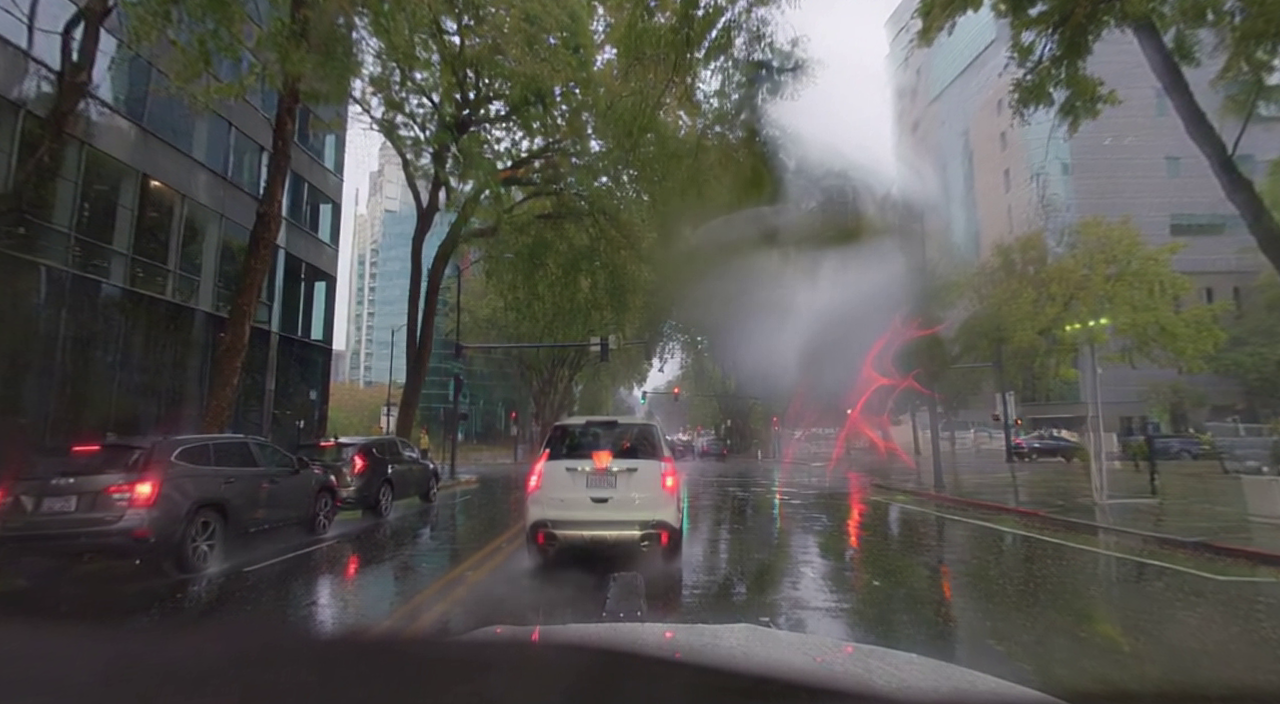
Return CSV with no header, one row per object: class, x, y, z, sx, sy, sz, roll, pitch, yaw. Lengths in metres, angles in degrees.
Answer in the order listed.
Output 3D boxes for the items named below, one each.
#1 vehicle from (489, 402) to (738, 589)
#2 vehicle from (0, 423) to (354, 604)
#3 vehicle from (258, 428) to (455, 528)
vehicle,-0.230,1.600,7.782,2.258,1.687,3.934,0,-9,0
vehicle,-5.745,1.864,8.284,1.904,1.684,4.529,0,-9,-1
vehicle,-5.876,2.658,13.965,2.077,1.791,4.751,0,-9,1
